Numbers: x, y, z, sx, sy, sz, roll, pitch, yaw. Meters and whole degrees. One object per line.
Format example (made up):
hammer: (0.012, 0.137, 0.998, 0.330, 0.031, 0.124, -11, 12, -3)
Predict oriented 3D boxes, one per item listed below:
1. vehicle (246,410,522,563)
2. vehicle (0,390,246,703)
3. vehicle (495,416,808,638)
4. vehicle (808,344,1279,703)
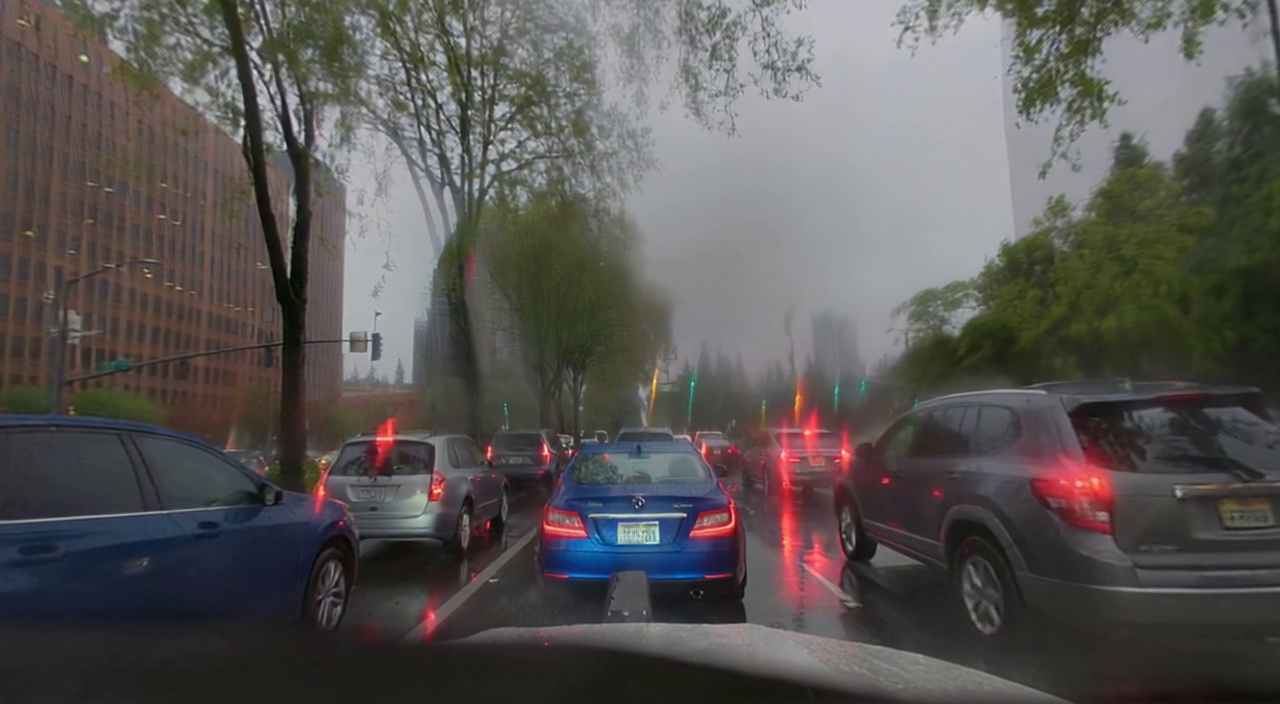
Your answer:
vehicle: (-3.366, 1.882, 9.553, 2.168, 1.719, 4.561, -1, -9, 1)
vehicle: (-3.397, 0.751, 1.242, 2.144, 1.505, 4.635, -1, -9, 2)
vehicle: (0.082, 1.506, 6.389, 2.147, 1.507, 3.953, 0, -8, 0)
vehicle: (3.052, 1.163, 5.100, 2.108, 1.785, 4.334, 0, -9, -1)
